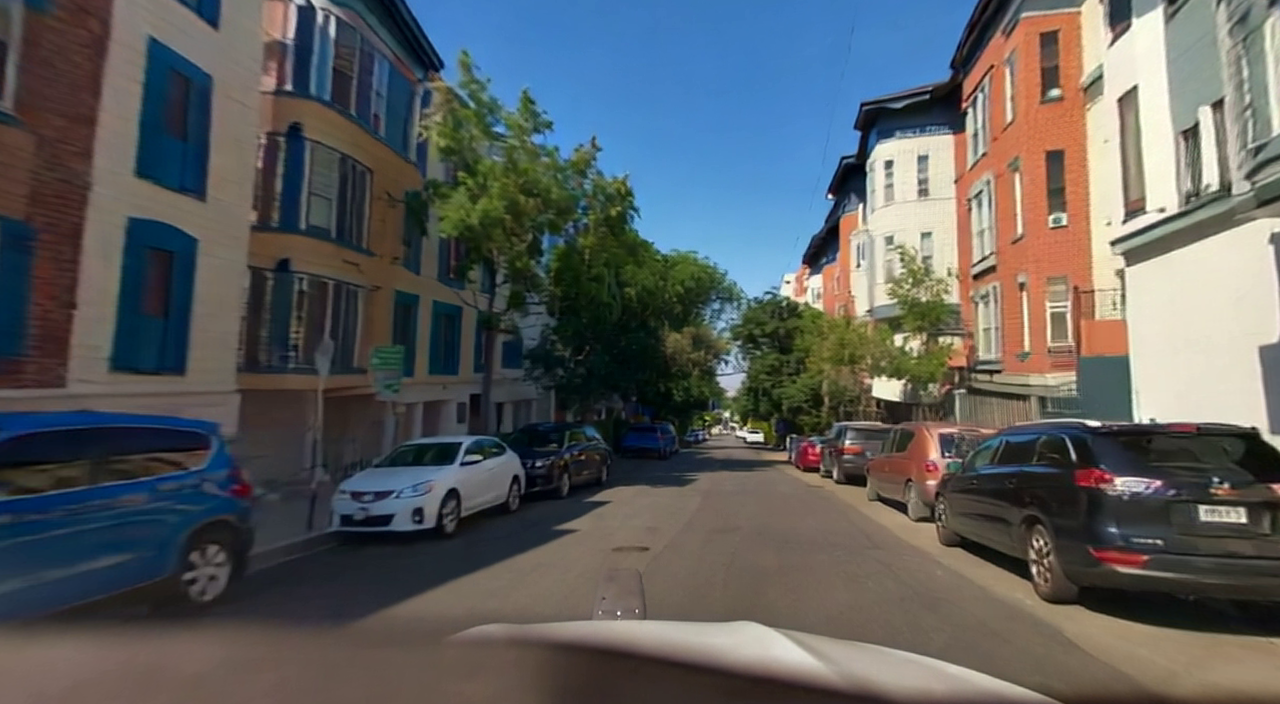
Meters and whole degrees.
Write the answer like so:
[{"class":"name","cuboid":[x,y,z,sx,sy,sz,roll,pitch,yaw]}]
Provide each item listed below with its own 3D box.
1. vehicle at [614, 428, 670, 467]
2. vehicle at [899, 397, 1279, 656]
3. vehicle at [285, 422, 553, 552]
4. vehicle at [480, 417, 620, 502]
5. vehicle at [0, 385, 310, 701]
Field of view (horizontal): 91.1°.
[{"class":"vehicle","cuboid":[0.159,4.017,26.756,1.840,1.493,3.761,-1,-7,9]},{"class":"vehicle","cuboid":[4.121,1.367,6.127,1.883,1.615,4.234,-1,-7,8]},{"class":"vehicle","cuboid":[-2.834,1.790,9.279,1.830,1.427,4.294,-1,-7,10]},{"class":"vehicle","cuboid":[-1.833,2.371,14.436,1.942,1.629,4.302,-1,-7,9]},{"class":"vehicle","cuboid":[-3.890,1.003,3.677,1.719,1.519,3.414,-1,-7,8]}]
